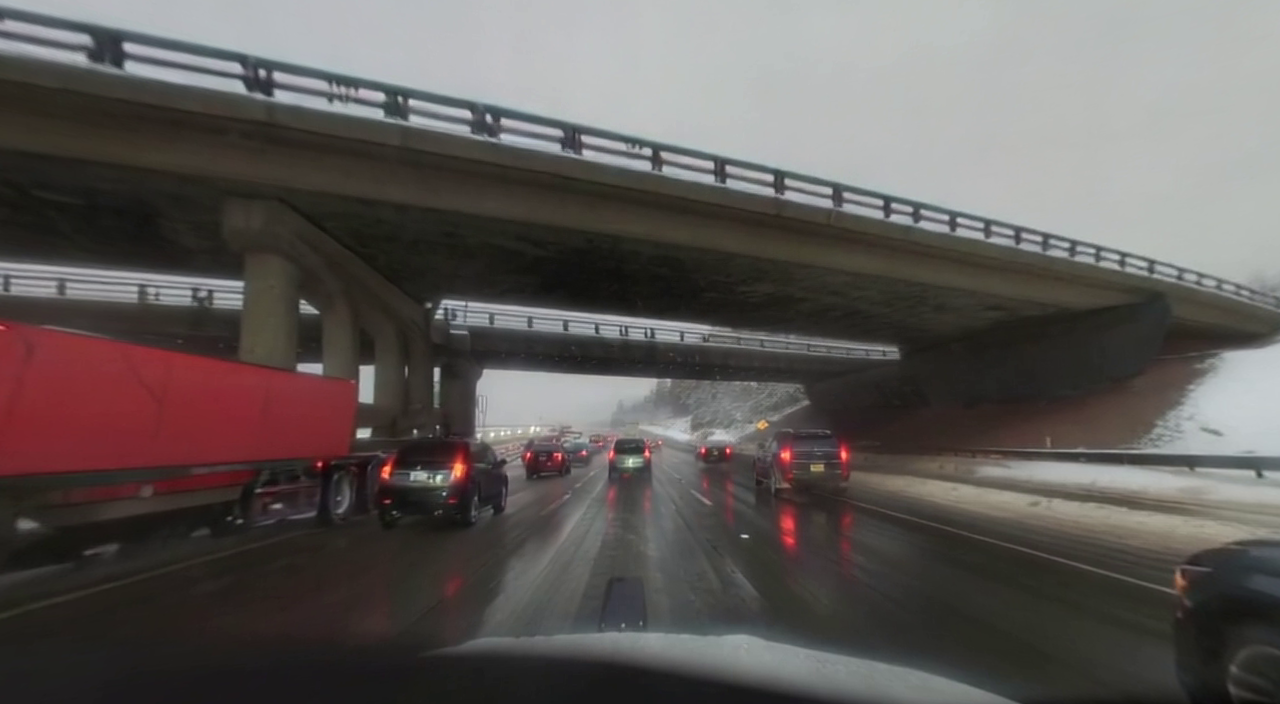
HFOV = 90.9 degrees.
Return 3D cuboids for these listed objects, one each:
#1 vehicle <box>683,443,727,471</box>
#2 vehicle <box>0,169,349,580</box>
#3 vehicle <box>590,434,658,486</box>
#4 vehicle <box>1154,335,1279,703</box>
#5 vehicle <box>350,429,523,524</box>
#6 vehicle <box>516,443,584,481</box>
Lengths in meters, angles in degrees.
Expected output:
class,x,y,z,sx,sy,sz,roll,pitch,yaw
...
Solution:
class,x,y,z,sx,sy,sz,roll,pitch,yaw
vehicle,3.573,5.871,35.424,2.003,1.465,4.092,0,-8,-1
vehicle,-7.567,0.437,7.531,2.959,3.886,10.574,0,-8,1
vehicle,-0.532,3.878,22.982,2.270,1.696,4.061,0,-8,0
vehicle,3.324,0.511,0.461,2.036,1.676,4.599,0,-8,1
vehicle,-3.987,2.509,13.300,2.124,1.639,4.344,0,-8,1
vehicle,-3.718,4.633,26.935,2.141,1.455,4.447,0,-8,1
